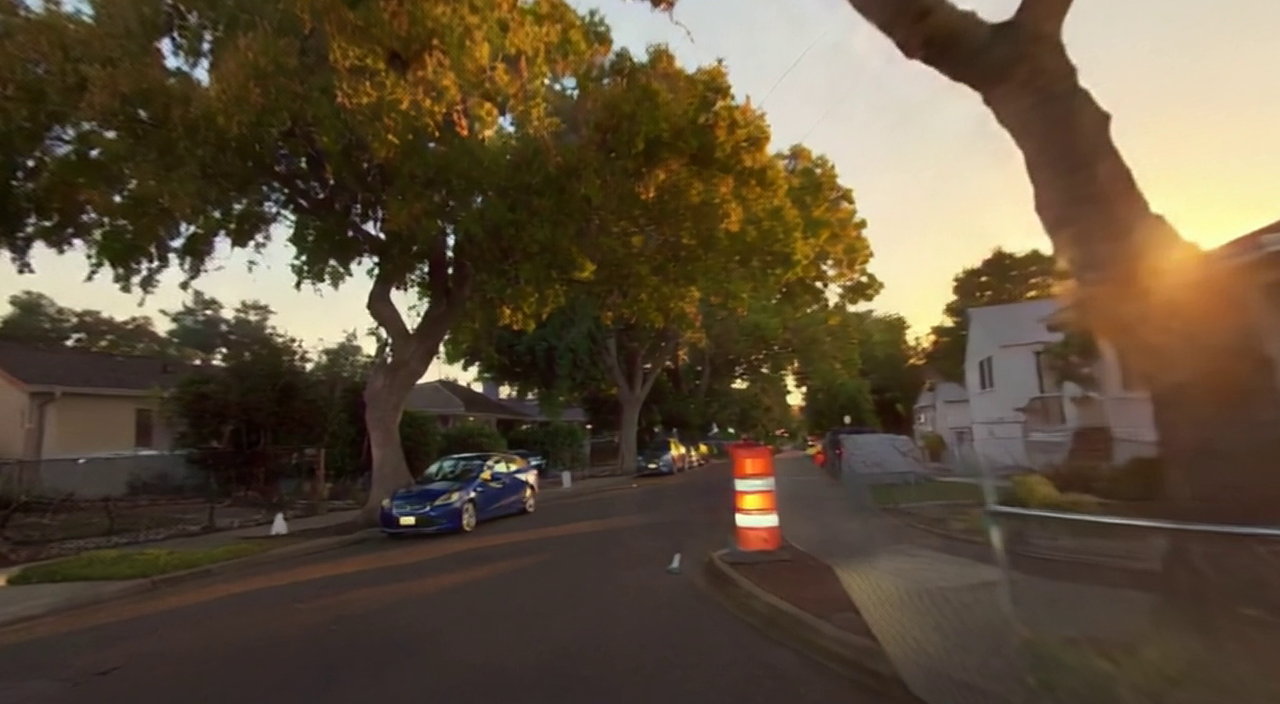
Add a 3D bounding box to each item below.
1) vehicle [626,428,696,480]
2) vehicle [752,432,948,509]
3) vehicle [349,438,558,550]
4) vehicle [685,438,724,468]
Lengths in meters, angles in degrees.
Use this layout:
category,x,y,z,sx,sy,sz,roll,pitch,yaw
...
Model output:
category,x,y,z,sx,sy,sz,roll,pitch,yaw
vehicle,1.060,4.483,28.335,2.042,1.937,4.960,1,-5,15
vehicle,4.654,2.503,13.872,4.070,1.436,1.827,4,-9,-31
vehicle,-3.243,2.501,11.963,1.899,1.524,4.082,1,-6,14
vehicle,4.038,6.171,38.792,1.765,1.493,4.130,0,-6,14
